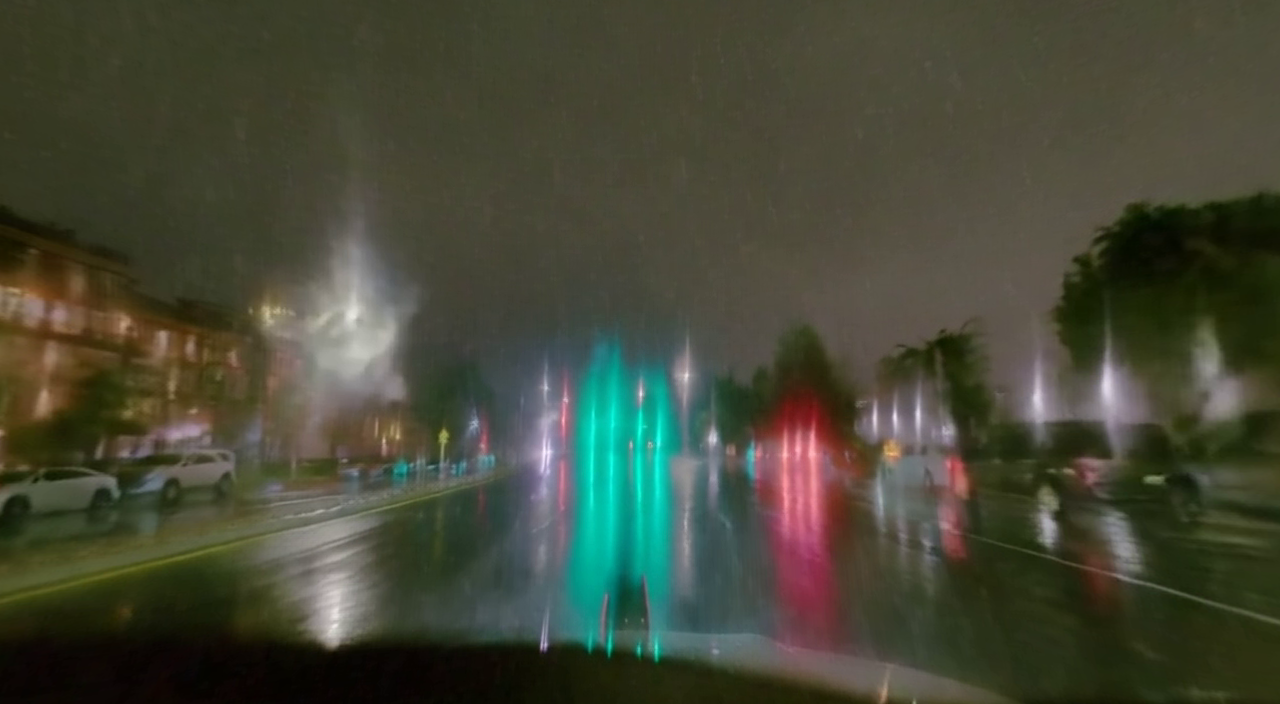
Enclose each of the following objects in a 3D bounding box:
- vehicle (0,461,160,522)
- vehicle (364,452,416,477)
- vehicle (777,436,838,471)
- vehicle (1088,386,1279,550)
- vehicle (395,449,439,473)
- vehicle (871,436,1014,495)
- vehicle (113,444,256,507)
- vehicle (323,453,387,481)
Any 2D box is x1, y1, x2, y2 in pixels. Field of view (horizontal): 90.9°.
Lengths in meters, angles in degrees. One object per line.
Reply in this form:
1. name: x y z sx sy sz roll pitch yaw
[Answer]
1. vehicle: -17.029 4.066 18.845 1.740 1.442 4.678 -1 -8 -1
2. vehicle: -16.974 7.638 43.014 1.807 1.466 4.693 -1 -8 -2
3. vehicle: 10.023 6.116 38.220 2.091 1.962 5.091 1 -9 -2
4. vehicle: 9.515 1.609 8.787 2.115 2.151 5.826 0 -9 -1
5. vehicle: -17.150 8.385 48.713 1.859 1.694 4.638 -1 -8 -3
6. vehicle: 9.899 3.759 21.283 2.159 1.734 5.384 0 -9 0
7. vehicle: -17.059 4.565 23.967 2.046 1.945 4.688 -1 -7 -2
8. vehicle: -16.991 6.866 37.804 1.891 1.474 4.437 -1 -8 -2
